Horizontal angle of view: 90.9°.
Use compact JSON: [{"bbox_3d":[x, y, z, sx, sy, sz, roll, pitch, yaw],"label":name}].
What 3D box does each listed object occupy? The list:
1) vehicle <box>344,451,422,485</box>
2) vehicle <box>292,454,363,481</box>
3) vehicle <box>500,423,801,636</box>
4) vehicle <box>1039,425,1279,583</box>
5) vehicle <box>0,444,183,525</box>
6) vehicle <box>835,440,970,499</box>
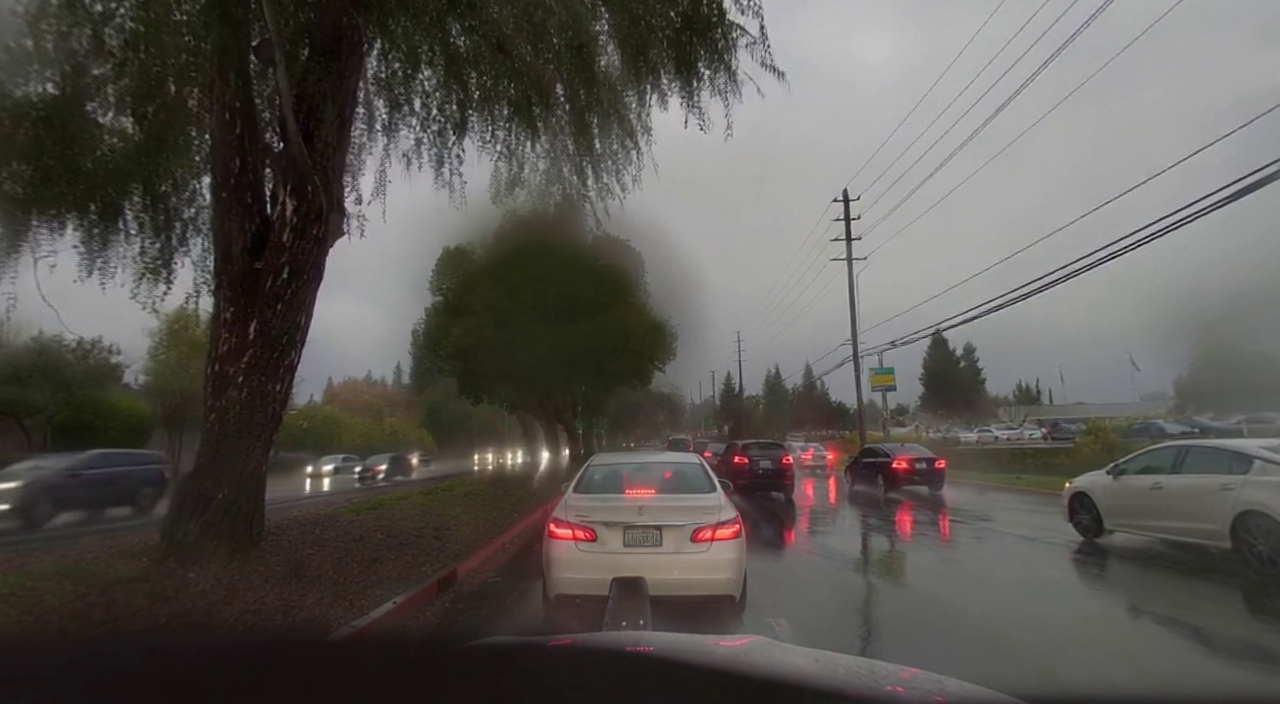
[{"bbox_3d":[-12.009,5.428,29.775,1.804,1.430,4.456,0,-8,0],"label":"vehicle"},{"bbox_3d":[-18.881,6.969,38.404,1.884,1.466,4.821,0,-8,0],"label":"vehicle"},{"bbox_3d":[0.061,1.539,6.481,2.108,1.479,3.935,0,-8,0],"label":"vehicle"},{"bbox_3d":[6.988,1.631,7.286,1.850,1.480,4.474,0,-8,1],"label":"vehicle"},{"bbox_3d":[-15.403,3.402,17.023,2.056,1.809,5.354,0,-8,0],"label":"vehicle"},{"bbox_3d":[7.269,3.267,18.058,1.899,1.458,4.499,0,-8,0],"label":"vehicle"}]
